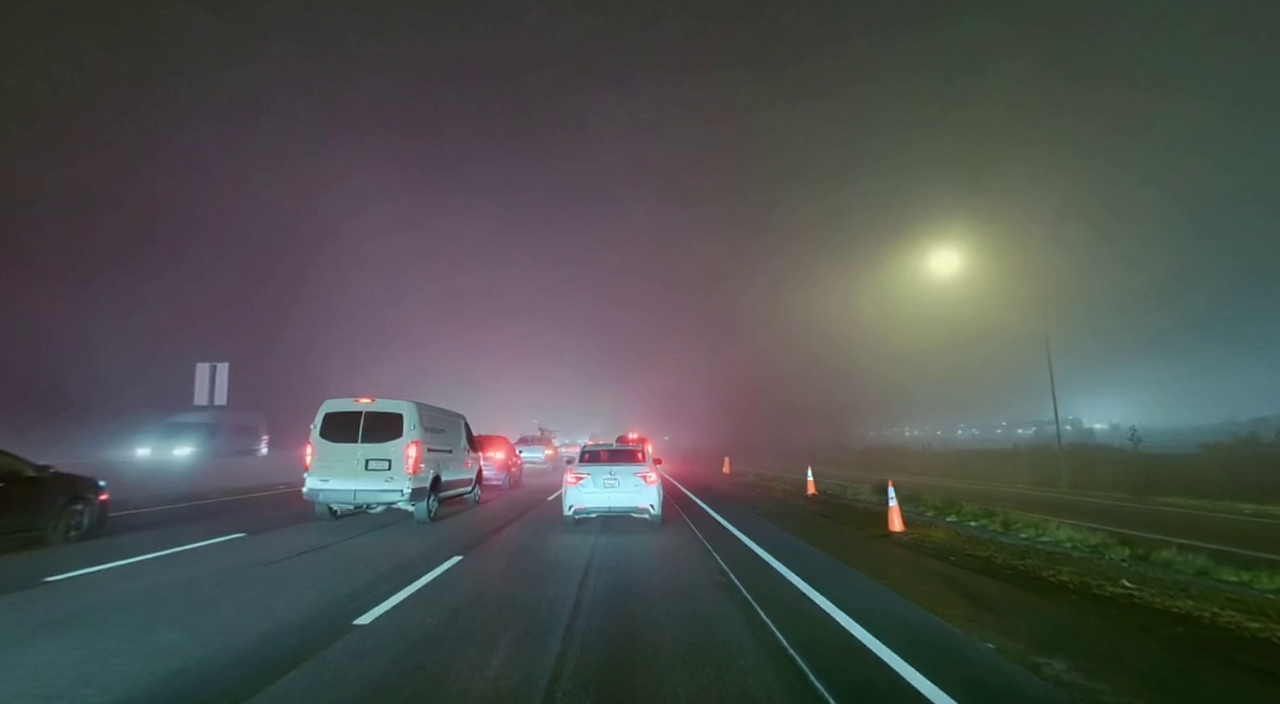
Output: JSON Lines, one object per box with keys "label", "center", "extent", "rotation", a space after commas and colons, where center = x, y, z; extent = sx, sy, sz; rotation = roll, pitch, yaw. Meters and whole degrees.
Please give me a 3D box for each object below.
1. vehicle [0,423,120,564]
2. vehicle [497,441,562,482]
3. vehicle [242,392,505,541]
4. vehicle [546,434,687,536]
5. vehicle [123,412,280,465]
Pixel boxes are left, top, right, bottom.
{"label": "vehicle", "center": [-7.877, 1.429, 6.169], "extent": [1.930, 1.506, 4.279], "rotation": [0, -9, 0]}
{"label": "vehicle", "center": [-4.217, 4.216, 24.650], "extent": [1.824, 1.459, 4.007], "rotation": [0, -9, 0]}
{"label": "vehicle", "center": [-4.225, 1.977, 11.494], "extent": [2.324, 2.012, 5.740], "rotation": [0, -9, -1]}
{"label": "vehicle", "center": [-0.403, 2.255, 11.325], "extent": [2.069, 1.484, 3.918], "rotation": [0, -9, -2]}
{"label": "vehicle", "center": [-17.698, 3.574, 26.061], "extent": [2.480, 1.907, 6.056], "rotation": [0, -8, -5]}
